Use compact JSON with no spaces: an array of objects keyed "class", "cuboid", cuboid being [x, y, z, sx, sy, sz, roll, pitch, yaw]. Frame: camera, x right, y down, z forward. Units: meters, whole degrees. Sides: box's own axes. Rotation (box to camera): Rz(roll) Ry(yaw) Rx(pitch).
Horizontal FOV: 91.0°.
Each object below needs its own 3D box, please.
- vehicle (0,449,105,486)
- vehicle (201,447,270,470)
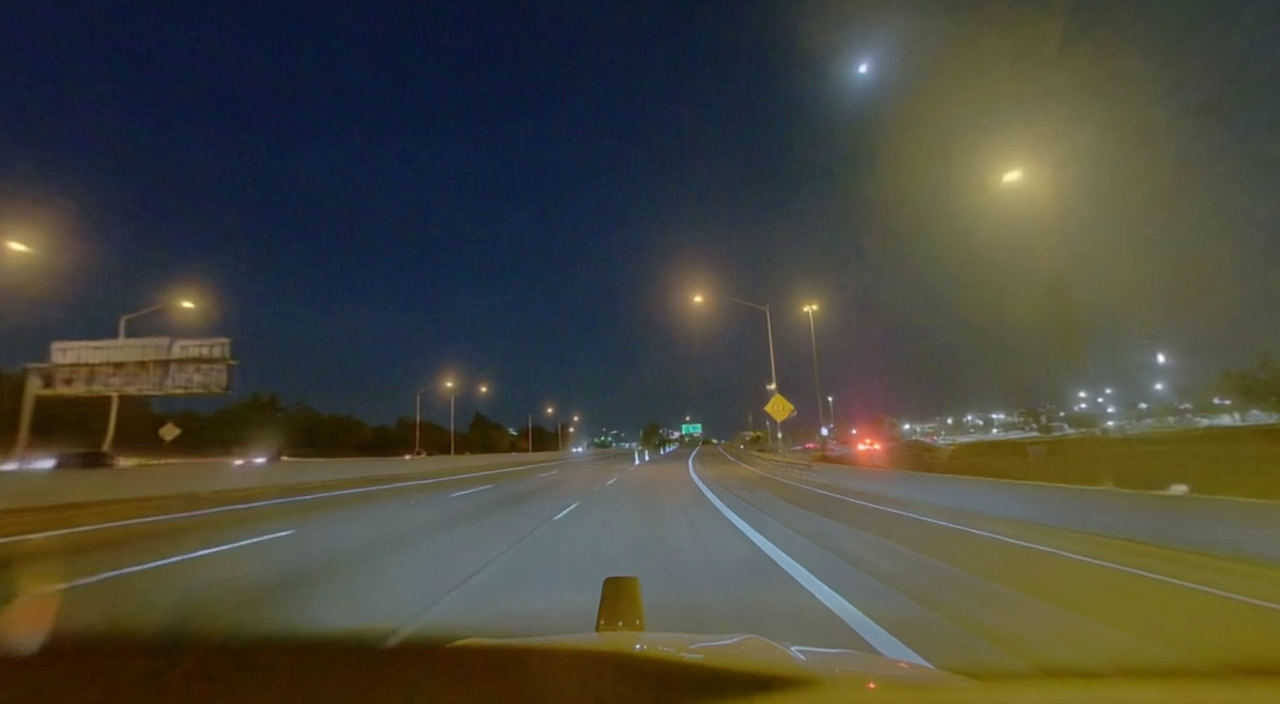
[{"class":"vehicle","cuboid":[-26.588,5.021,27.802,1.886,1.486,4.484,-1,-9,2]},{"class":"vehicle","cuboid":[-29.377,7.727,45.845,1.955,1.558,4.353,-1,-9,3]}]
